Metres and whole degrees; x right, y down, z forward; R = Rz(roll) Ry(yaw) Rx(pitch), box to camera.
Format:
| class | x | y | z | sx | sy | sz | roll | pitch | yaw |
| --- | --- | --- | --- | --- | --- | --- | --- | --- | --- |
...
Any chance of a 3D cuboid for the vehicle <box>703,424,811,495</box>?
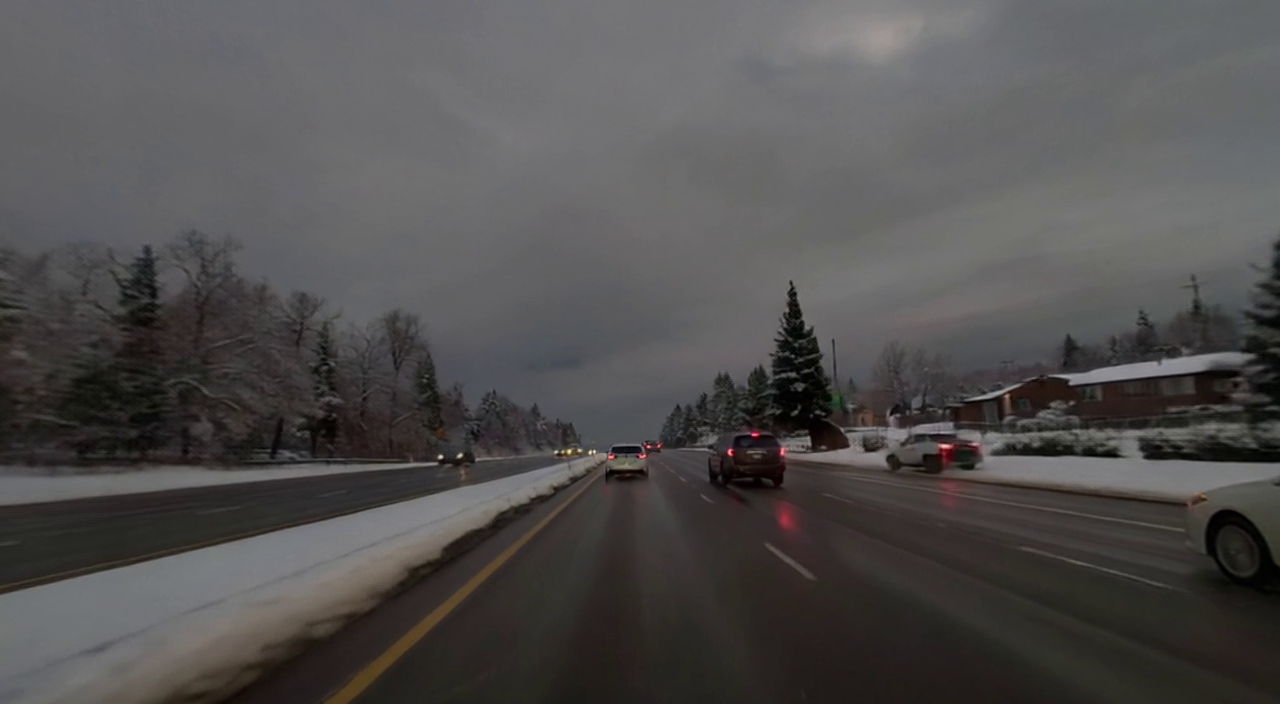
| class | x | y | z | sx | sy | sz | roll | pitch | yaw |
| --- | --- | --- | --- | --- | --- | --- | --- | --- | --- |
| vehicle | 3.294 | 3.152 | 18.887 | 2.186 | 1.842 | 4.553 | 0 | -8 | -2 |

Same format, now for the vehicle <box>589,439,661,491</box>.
| class | x | y | z | sx | sy | sz | roll | pitch | yaw |
| --- | --- | --- | --- | --- | --- | --- | --- | --- | --- |
| vehicle | -0.434 | 3.511 | 19.923 | 2.040 | 1.451 | 3.736 | 0 | -8 | 0 |

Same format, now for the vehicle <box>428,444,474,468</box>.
| class | x | y | z | sx | sy | sz | roll | pitch | yaw |
| --- | --- | --- | --- | --- | --- | --- | --- | --- | --- |
| vehicle | -14.227 | 7.805 | 47.788 | 1.971 | 1.718 | 4.408 | 0 | -8 | 1 |

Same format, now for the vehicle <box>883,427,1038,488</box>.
| class | x | y | z | sx | sy | sz | roll | pitch | yaw |
| --- | --- | --- | --- | --- | --- | --- | --- | --- | --- |
| vehicle | 11.285 | 3.784 | 23.011 | 2.533 | 1.900 | 6.143 | 0 | -8 | 1 |
